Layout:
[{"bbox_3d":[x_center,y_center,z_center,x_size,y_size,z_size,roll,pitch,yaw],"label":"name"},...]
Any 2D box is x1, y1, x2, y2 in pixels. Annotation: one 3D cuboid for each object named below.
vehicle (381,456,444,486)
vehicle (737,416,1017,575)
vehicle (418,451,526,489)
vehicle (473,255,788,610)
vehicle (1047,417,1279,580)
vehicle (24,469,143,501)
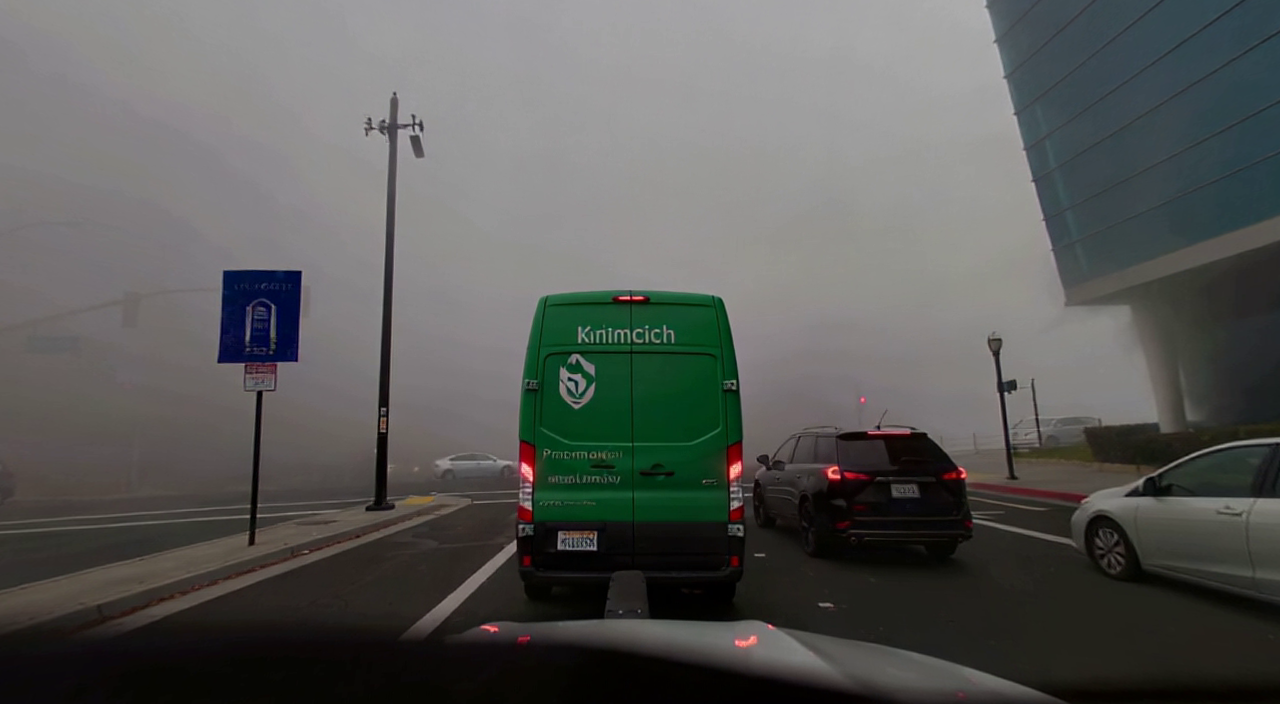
[{"bbox_3d":[-15.181,7.938,42.514,1.997,1.806,4.630,-1,-9,8],"label":"vehicle"},{"bbox_3d":[2.881,1.866,9.054,2.183,1.676,4.506,0,-8,-1],"label":"vehicle"},{"bbox_3d":[-7.876,5.489,29.632,4.659,1.615,1.944,3,-9,-21],"label":"vehicle"},{"bbox_3d":[-0.036,1.178,9.101,2.613,3.035,7.342,0,-8,1],"label":"vehicle"},{"bbox_3d":[7.525,1.581,7.022,1.963,1.669,4.678,3,-9,-20],"label":"vehicle"},{"bbox_3d":[-31.102,7.433,35.408,4.806,1.652,1.869,0,-8,-2],"label":"vehicle"}]
